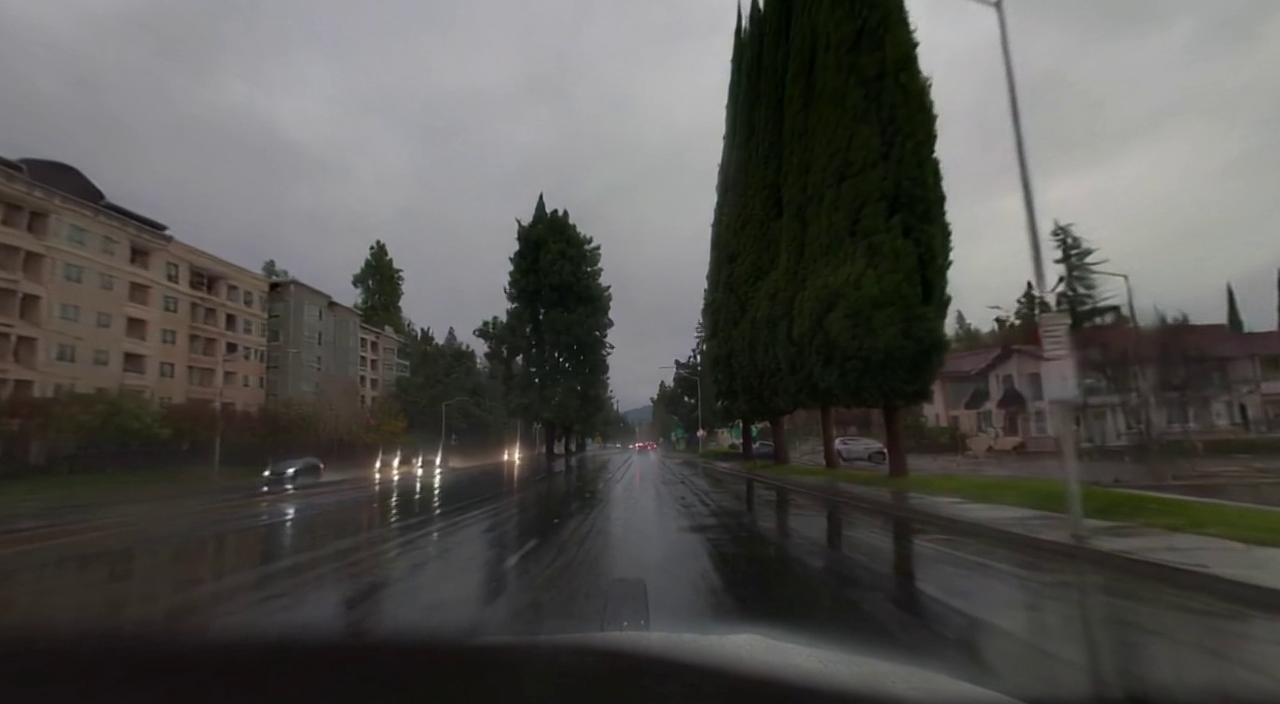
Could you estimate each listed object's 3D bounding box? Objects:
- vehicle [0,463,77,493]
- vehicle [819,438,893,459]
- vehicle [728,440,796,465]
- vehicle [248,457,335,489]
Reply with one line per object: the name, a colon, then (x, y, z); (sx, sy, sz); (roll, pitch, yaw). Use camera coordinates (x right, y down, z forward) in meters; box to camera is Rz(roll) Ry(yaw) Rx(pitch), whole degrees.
vehicle: (-38.906, 7.913, 39.752); (1.841, 1.632, 4.609); (-3, -9, 19)
vehicle: (15.678, 7.040, 45.868); (4.632, 1.491, 1.994); (0, -8, 0)
vehicle: (8.835, 7.280, 45.937); (4.451, 1.469, 1.961); (-3, -7, -1)
vehicle: (-18.256, 6.348, 33.322); (1.938, 1.493, 4.694); (0, -8, 0)
